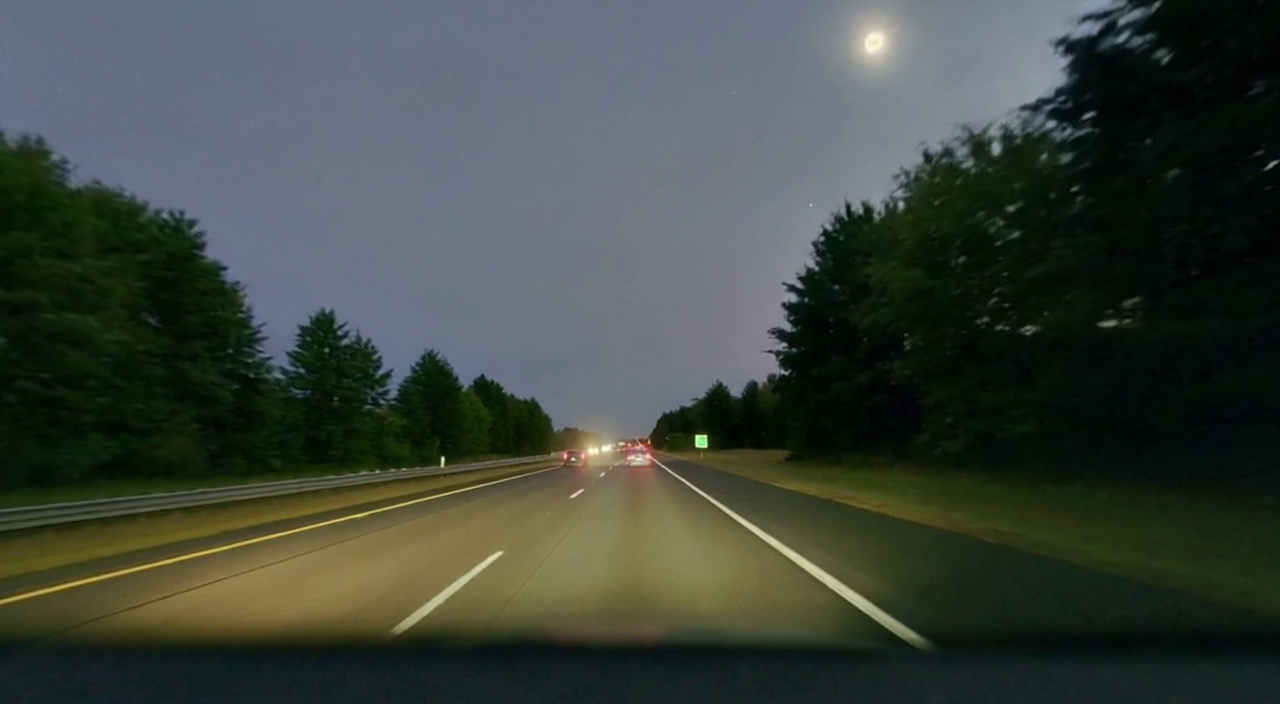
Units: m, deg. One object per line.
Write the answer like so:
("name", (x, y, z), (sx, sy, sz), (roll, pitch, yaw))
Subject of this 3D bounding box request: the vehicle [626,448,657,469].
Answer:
("vehicle", (0.094, 7.602, 45.200), (2.046, 1.452, 4.407), (0, -9, 0))

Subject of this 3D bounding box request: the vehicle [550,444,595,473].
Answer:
("vehicle", (-3.953, 6.345, 37.719), (2.182, 1.629, 4.263), (0, -9, 0))
